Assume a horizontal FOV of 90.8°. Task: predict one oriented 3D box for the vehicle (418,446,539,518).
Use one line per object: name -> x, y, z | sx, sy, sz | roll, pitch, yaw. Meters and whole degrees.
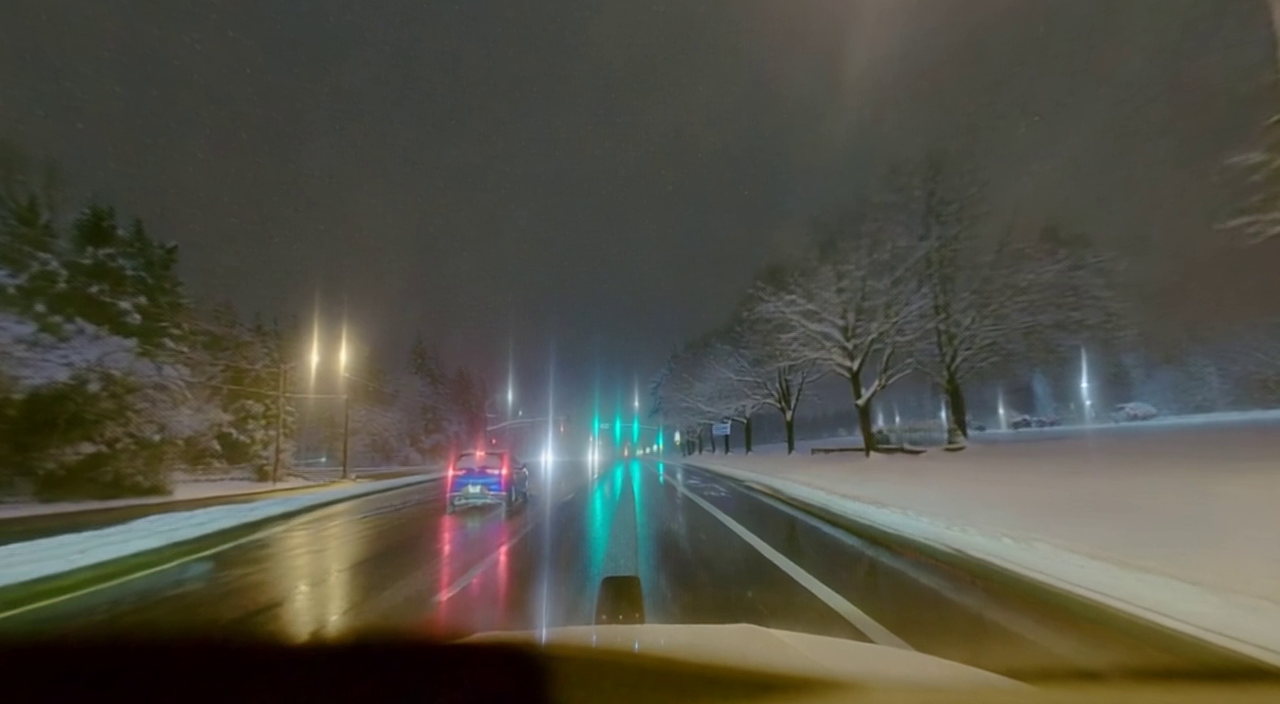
vehicle -> -3.709, 3.031, 15.308 | 1.964, 1.472, 4.078 | 0, -8, -2
